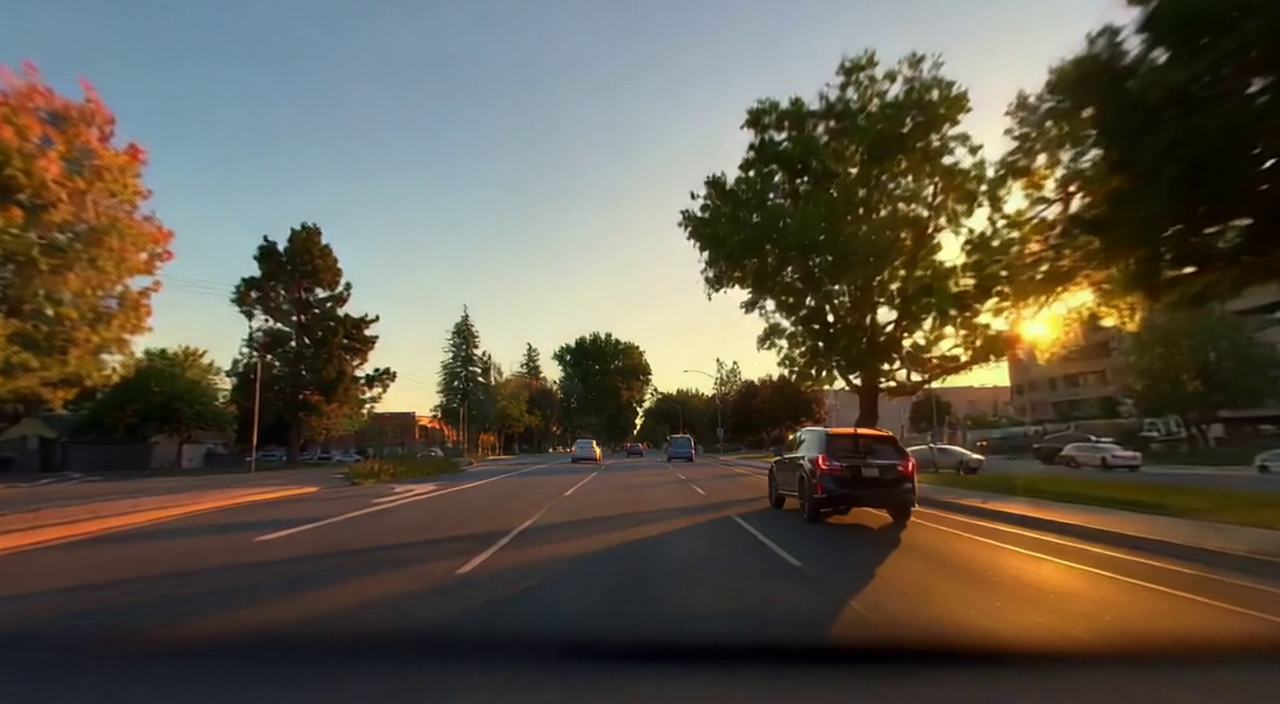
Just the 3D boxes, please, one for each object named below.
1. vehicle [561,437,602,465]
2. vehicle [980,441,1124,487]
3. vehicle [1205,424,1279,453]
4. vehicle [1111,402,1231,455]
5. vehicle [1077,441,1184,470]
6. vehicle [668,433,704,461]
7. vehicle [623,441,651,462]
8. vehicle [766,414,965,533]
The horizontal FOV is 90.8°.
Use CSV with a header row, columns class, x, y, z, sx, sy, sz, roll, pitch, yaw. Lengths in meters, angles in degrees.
class,x,y,z,sx,sy,sz,roll,pitch,yaw
vehicle,-3.920,6.759,43.403,2.220,1.793,4.885,0,-8,1
vehicle,16.379,4.453,25.290,4.407,1.494,1.799,-3,-8,0
vehicle,43.686,6.173,44.992,5.684,1.930,2.025,2,-8,-13
vehicle,36.893,5.369,43.973,5.871,3.300,2.842,-1,-10,-10
vehicle,28.073,5.923,36.267,4.413,1.580,2.028,0,-8,2
vehicle,3.402,7.123,47.456,2.197,2.034,4.667,1,-8,-2
vehicle,-0.247,7.502,47.832,2.074,1.463,4.016,0,-8,-1
vehicle,3.899,2.177,11.907,2.060,1.816,4.343,0,-8,-1
